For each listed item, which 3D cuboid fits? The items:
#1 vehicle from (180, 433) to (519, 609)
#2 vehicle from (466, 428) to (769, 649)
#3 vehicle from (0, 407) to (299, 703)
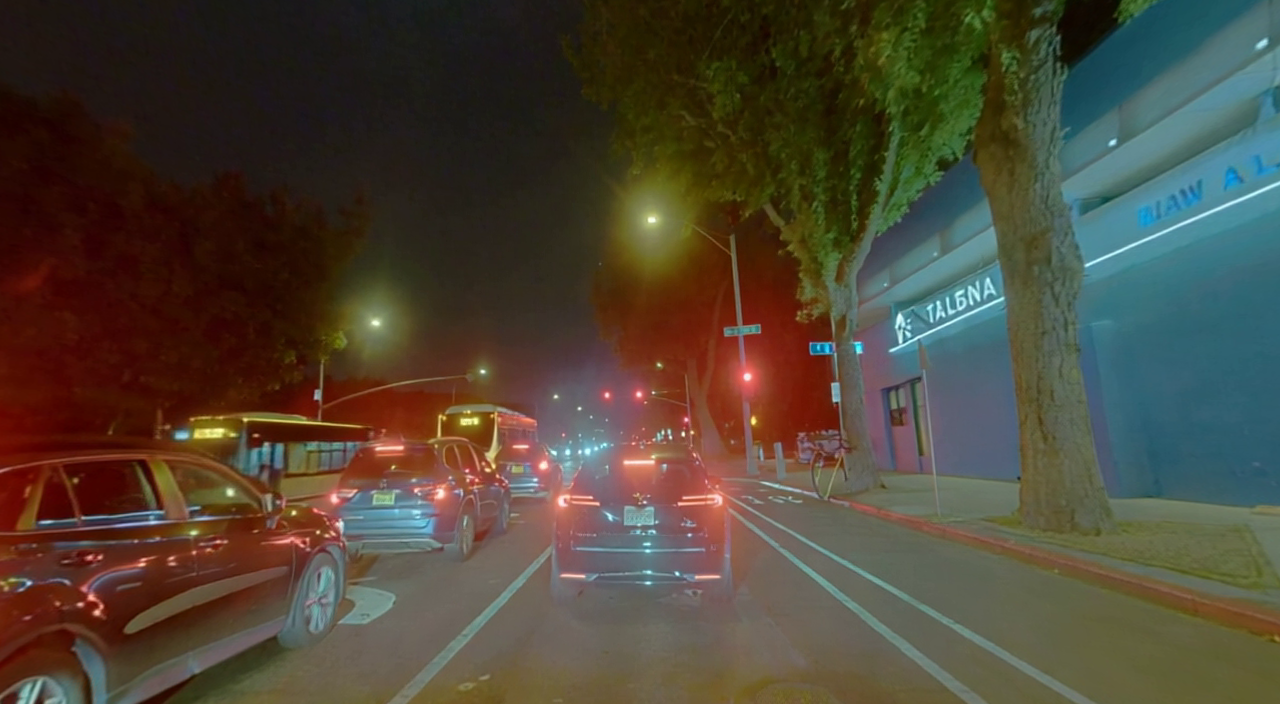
[{"bbox_3d":[-2.912,1.767,7.638,1.944,1.481,4.385,0,-8,1],"label":"vehicle"},{"bbox_3d":[-0.137,1.534,6.186,2.031,1.461,3.763,0,-8,0],"label":"vehicle"},{"bbox_3d":[-3.165,0.874,1.719,1.867,1.486,4.452,0,-8,2],"label":"vehicle"}]
